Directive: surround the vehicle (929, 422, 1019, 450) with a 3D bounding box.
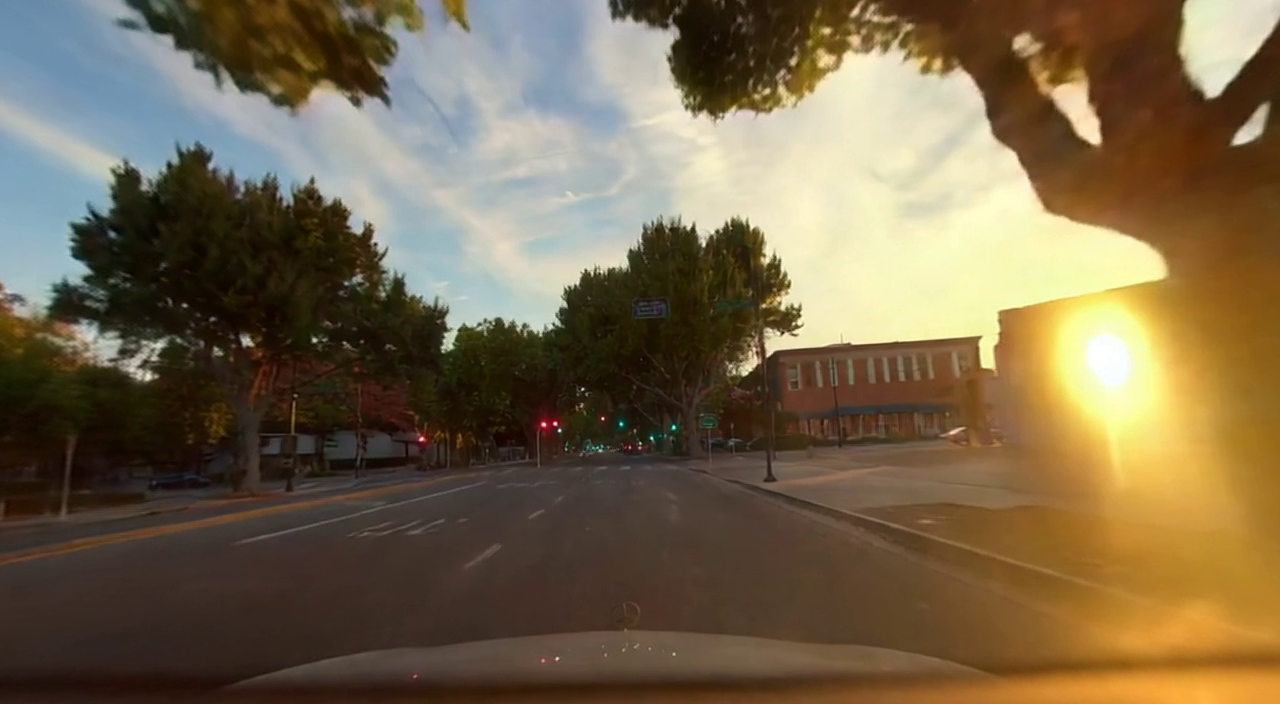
[{"bbox_3d":[23.003,5.806,43.698,4.902,1.519,2.182,-5,-8,-1],"label":"vehicle"}]
